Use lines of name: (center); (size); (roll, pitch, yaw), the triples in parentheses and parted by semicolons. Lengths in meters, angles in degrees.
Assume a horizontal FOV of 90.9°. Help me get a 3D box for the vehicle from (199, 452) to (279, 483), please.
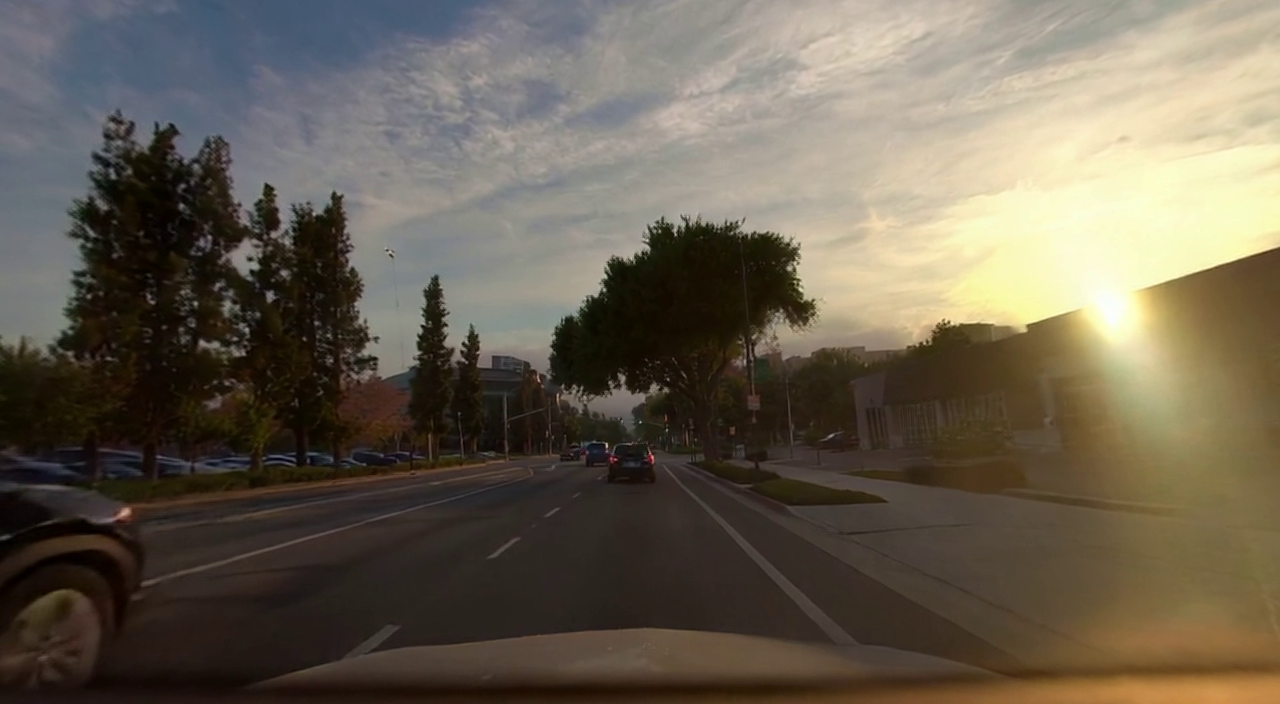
vehicle: (-24.514, 7.044, 38.741); (1.791, 1.724, 4.432); (0, -9, 2)

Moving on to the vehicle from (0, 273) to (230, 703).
vehicle: (-3.716, 0.476, 0.999); (2.358, 1.990, 5.447); (0, -8, 1)

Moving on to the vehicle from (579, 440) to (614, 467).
vehicle: (-3.135, 7.440, 46.408); (2.064, 1.859, 5.154); (0, -8, 2)

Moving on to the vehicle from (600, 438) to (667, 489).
vehicle: (-0.187, 3.849, 22.099); (2.108, 1.612, 4.246); (0, -8, 1)
